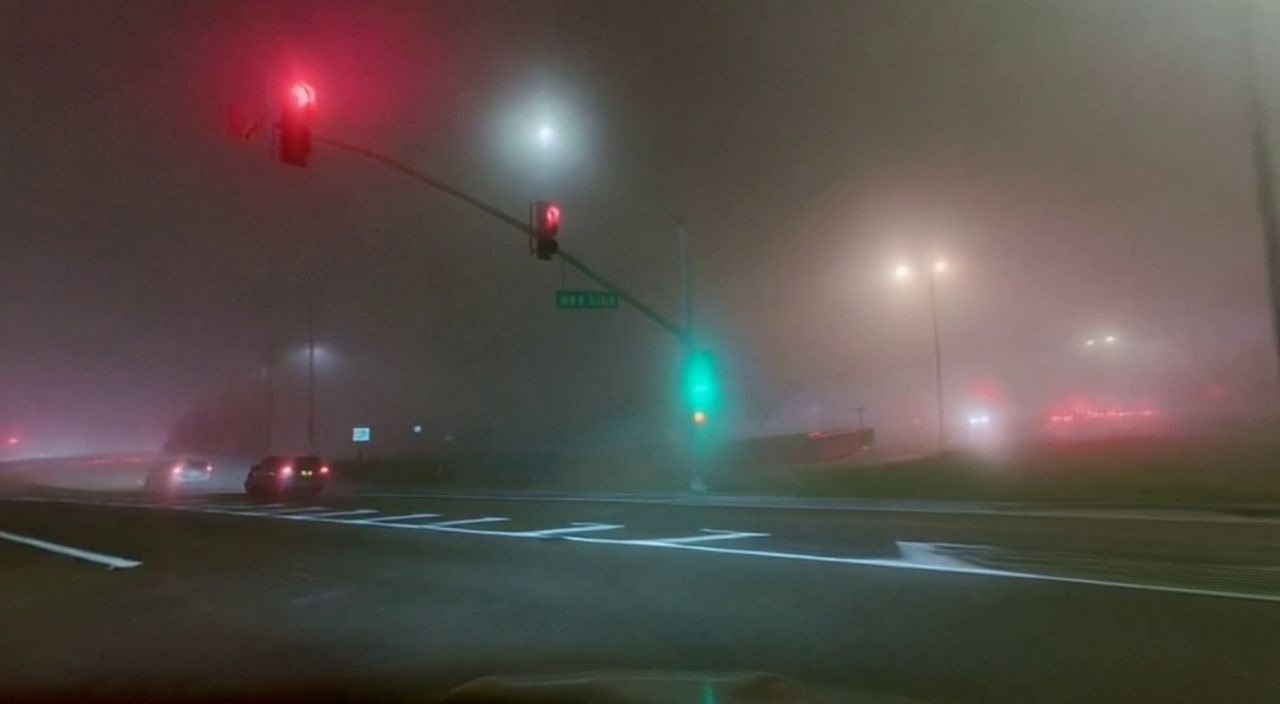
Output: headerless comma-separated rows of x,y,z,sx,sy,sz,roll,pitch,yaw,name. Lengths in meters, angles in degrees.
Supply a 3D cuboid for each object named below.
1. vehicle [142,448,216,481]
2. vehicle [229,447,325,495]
-24.743,5.976,33.885,3.852,1.605,2.007,-6,-9,35,vehicle
-13.565,4.358,23.519,3.874,1.516,2.048,-8,-10,44,vehicle
